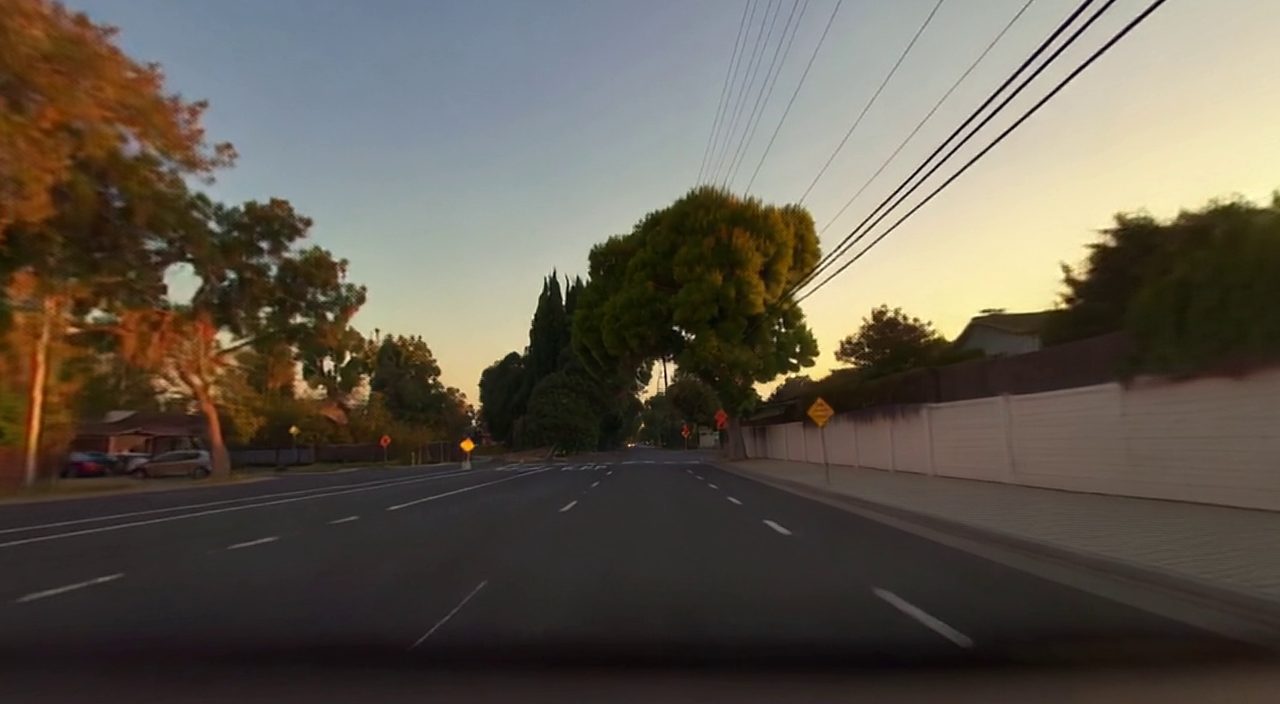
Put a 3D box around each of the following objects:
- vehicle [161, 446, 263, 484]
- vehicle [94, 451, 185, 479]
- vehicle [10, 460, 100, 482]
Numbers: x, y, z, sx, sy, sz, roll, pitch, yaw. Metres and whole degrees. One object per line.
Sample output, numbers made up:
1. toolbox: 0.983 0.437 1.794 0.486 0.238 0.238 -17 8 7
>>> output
1. vehicle: -24.127 6.328 35.544 5.246 1.961 2.280 -4 -9 25
2. vehicle: -37.448 8.419 47.293 4.728 1.955 2.198 2 -8 -12
3. vehicle: -42.635 8.680 46.053 4.454 1.443 1.736 2 -8 -12
